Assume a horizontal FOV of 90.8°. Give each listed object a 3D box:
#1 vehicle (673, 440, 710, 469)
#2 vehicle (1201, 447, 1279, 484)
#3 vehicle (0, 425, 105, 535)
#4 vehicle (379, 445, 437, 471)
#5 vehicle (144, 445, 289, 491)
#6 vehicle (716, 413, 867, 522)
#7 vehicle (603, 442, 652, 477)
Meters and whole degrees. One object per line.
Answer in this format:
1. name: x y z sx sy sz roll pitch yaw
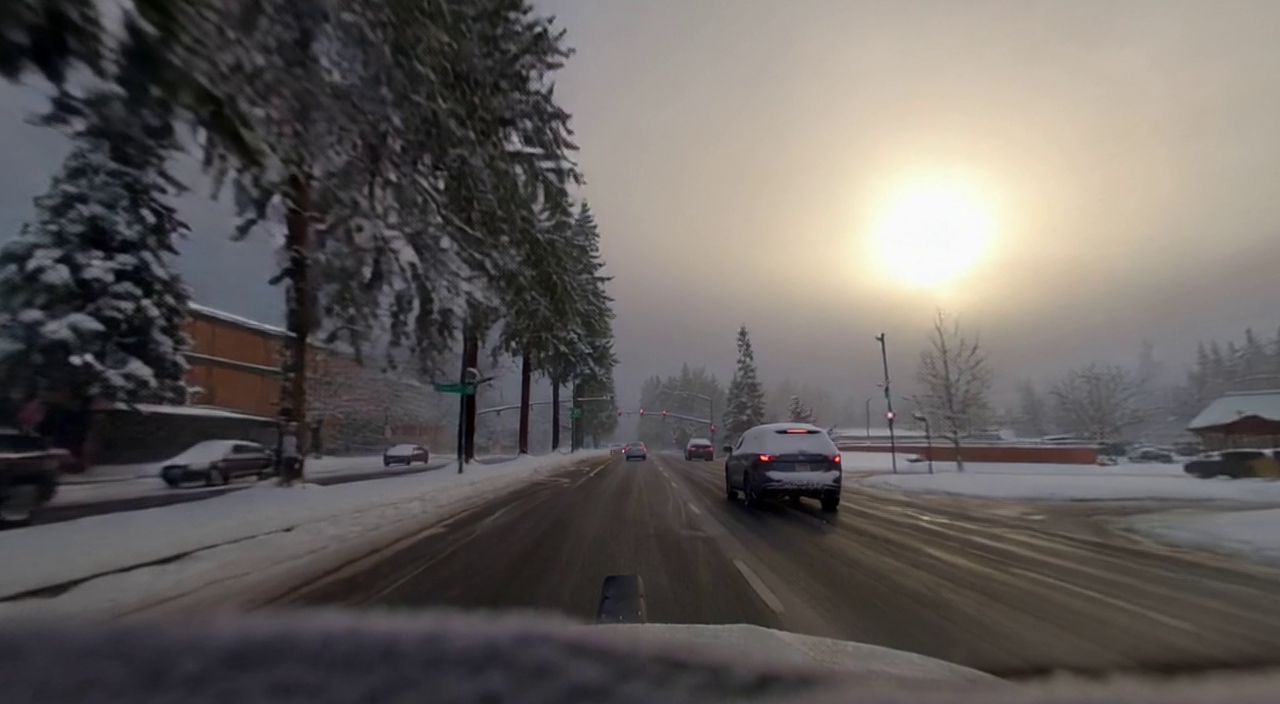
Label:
1. vehicle: 3.217 6.480 40.080 1.922 1.708 4.126 0 -9 -1
2. vehicle: 29.214 5.230 29.411 1.912 1.598 4.602 -1 -9 0
3. vehicle: -11.530 1.920 9.182 2.496 1.750 5.670 -1 -9 1
4. vehicle: -14.517 6.653 39.853 1.913 1.477 4.470 -1 -9 1
5. vehicle: -15.240 4.173 23.123 1.993 1.465 4.761 -1 -9 0
6. vehicle: 2.972 2.391 13.516 2.035 1.940 4.299 0 -9 -1
7. vehicle: -0.577 4.952 29.331 2.119 1.460 3.847 0 -9 0
